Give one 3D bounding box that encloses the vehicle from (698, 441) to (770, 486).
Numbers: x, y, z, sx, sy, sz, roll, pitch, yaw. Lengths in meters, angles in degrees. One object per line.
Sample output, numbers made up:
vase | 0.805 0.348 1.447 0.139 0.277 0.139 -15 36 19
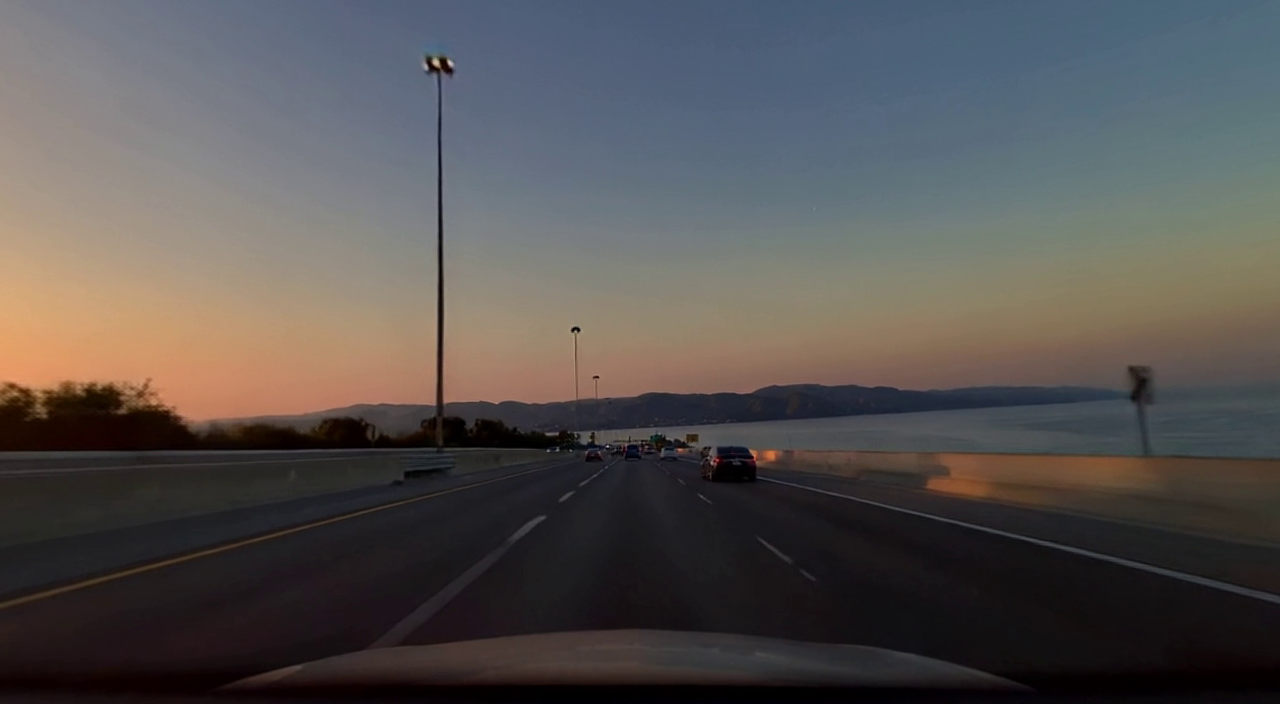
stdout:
vehicle | 3.390 4.106 23.583 1.890 1.490 4.373 0 -8 -1
